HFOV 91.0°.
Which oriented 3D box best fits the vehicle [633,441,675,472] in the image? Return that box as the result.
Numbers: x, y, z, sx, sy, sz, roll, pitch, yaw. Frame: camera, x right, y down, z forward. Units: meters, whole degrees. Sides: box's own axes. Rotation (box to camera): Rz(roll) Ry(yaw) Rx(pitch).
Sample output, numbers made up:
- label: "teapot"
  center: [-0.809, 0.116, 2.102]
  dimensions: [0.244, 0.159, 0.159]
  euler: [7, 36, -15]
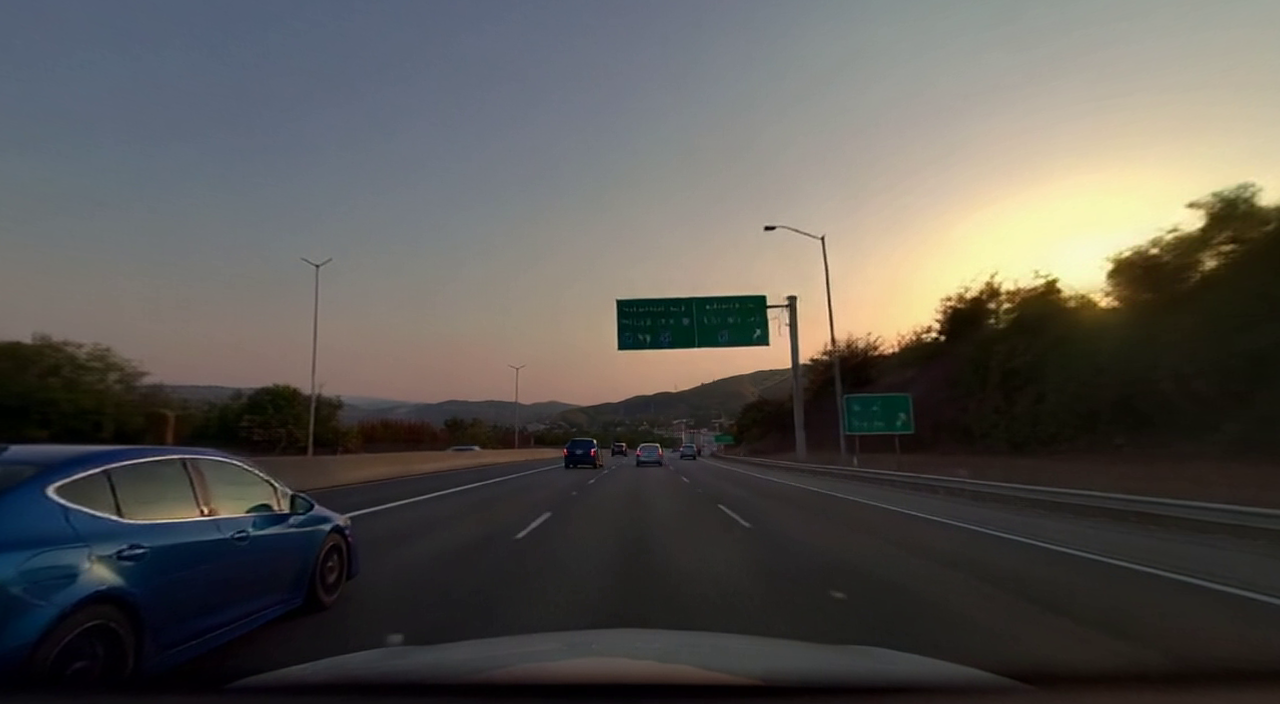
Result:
- label: "vehicle"
  center: [0.749, 5.599, 33.851]
  dimensions: [2.086, 1.548, 4.325]
  euler: [0, -9, 1]

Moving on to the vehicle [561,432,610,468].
- label: "vehicle"
  center: [-3.060, 5.666, 36.556]
  dimensions: [2.264, 1.901, 4.647]
  euler: [0, -9, 2]

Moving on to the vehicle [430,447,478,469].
- label: "vehicle"
  center: [-13.496, 7.667, 45.885]
  dimensions: [1.911, 1.499, 4.586]
  euler: [-1, -9, 3]
